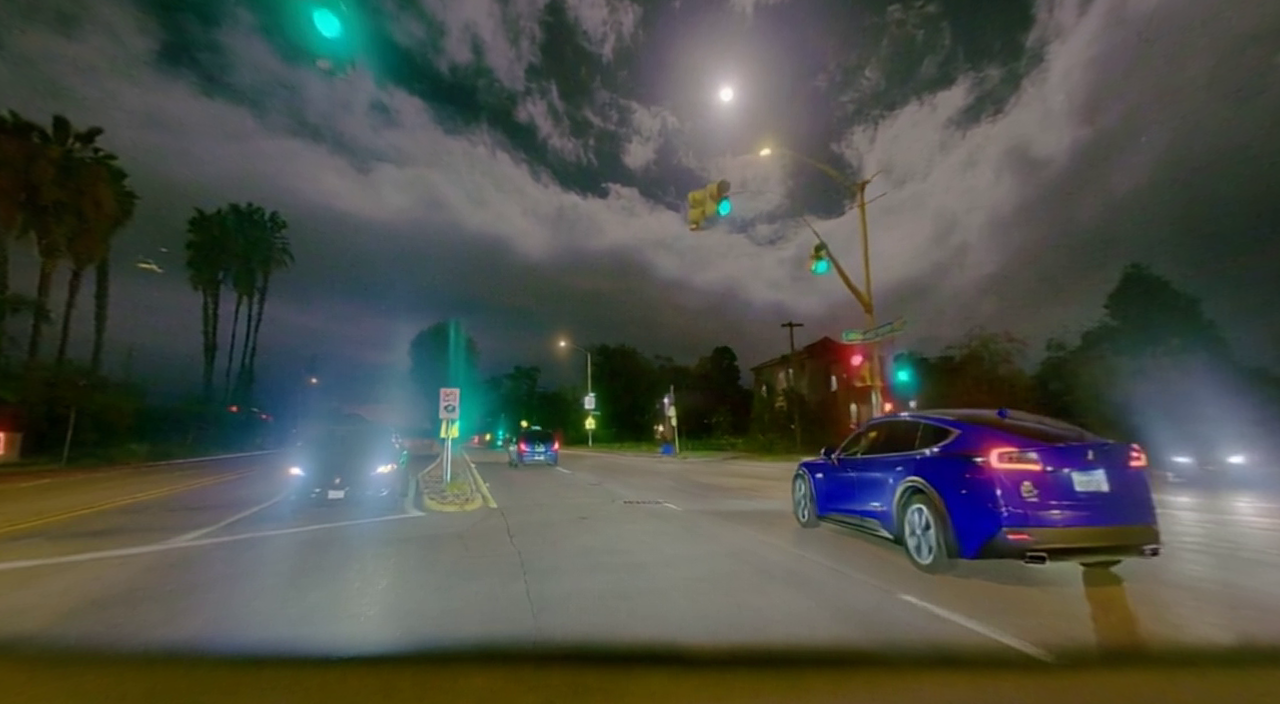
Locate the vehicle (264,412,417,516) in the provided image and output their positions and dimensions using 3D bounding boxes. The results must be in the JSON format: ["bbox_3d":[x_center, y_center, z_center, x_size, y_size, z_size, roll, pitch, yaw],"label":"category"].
[{"bbox_3d":[-6.536,2.480,14.549,2.283,1.878,5.384,2,-9,-16],"label":"vehicle"}]

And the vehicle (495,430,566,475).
[{"bbox_3d":[-4.682,4.171,26.465,2.341,1.709,4.466,2,-9,-17],"label":"vehicle"}]

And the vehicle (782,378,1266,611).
[{"bbox_3d":[3.673,1.493,7.640,2.205,1.803,5.135,1,-8,-6],"label":"vehicle"}]
